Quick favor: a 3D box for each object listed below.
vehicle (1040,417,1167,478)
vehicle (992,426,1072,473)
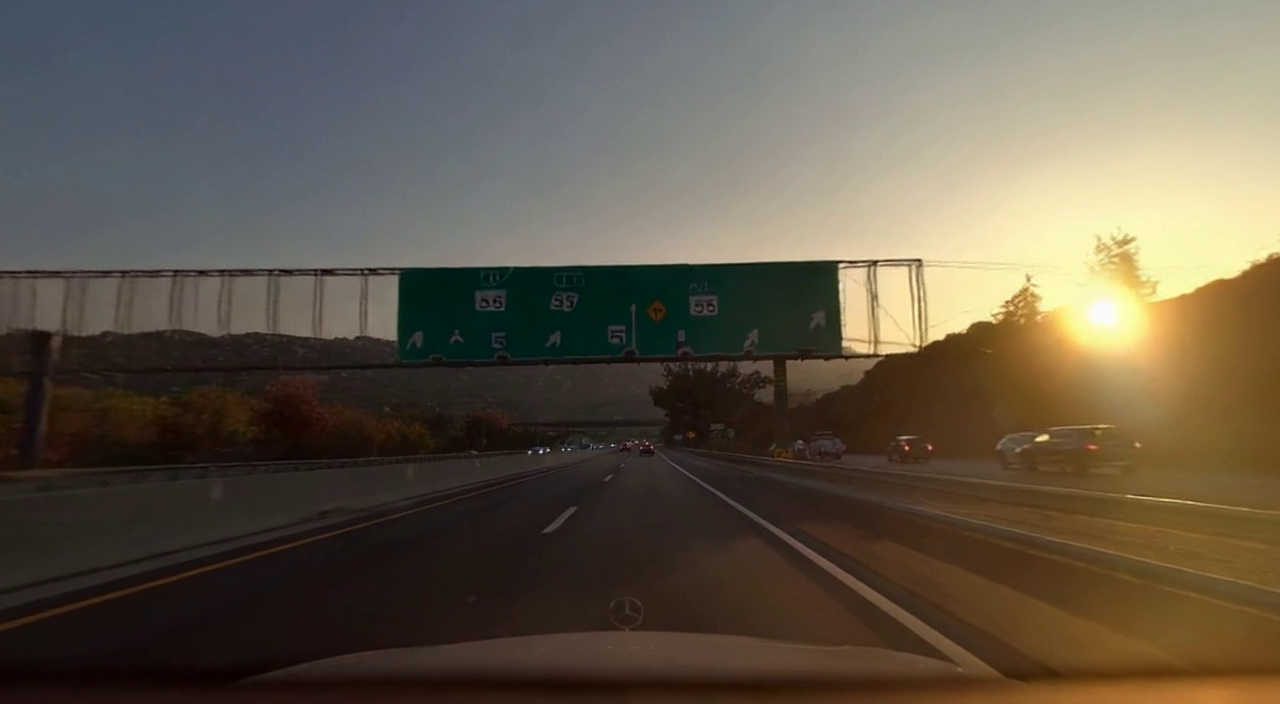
[{"bbox_3d":[28.562,5.931,39.303,3.011,3.466,6.286,0,-8,1],"label":"vehicle"},{"bbox_3d":[28.780,7.175,46.539,2.644,3.246,4.908,0,-8,1],"label":"vehicle"}]
